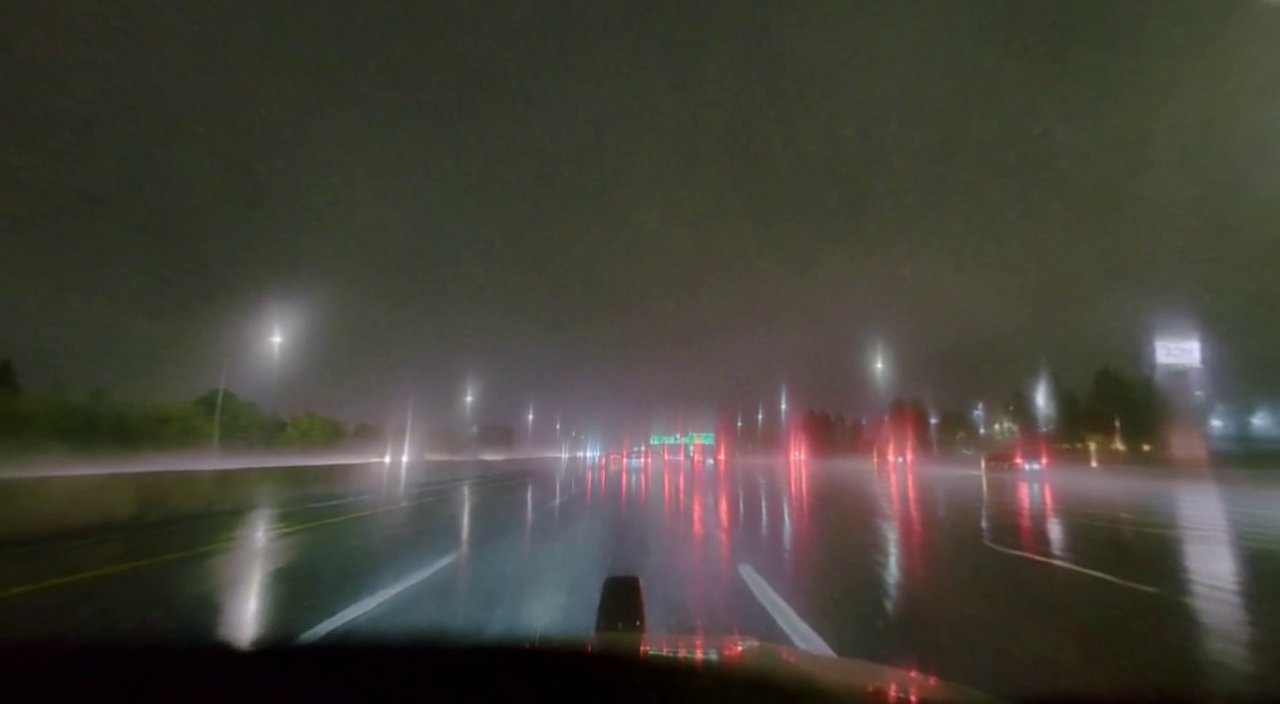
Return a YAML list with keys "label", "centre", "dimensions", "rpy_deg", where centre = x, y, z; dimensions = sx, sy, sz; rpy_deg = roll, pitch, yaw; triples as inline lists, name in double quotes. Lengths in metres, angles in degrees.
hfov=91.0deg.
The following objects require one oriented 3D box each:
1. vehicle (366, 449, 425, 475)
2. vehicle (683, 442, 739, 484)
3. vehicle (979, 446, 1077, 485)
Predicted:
- label: "vehicle"
  centre: [-17.849, 8.045, 46.294]
  dimensions: [2.066, 1.824, 5.243]
  rpy_deg: [0, -9, 2]
- label: "vehicle"
  centre: [3.289, 5.286, 30.176]
  dimensions: [2.147, 1.794, 4.538]
  rpy_deg: [0, -9, 0]
- label: "vehicle"
  centre: [19.496, 5.708, 31.947]
  dimensions: [2.116, 1.754, 4.727]
  rpy_deg: [0, -9, 3]
